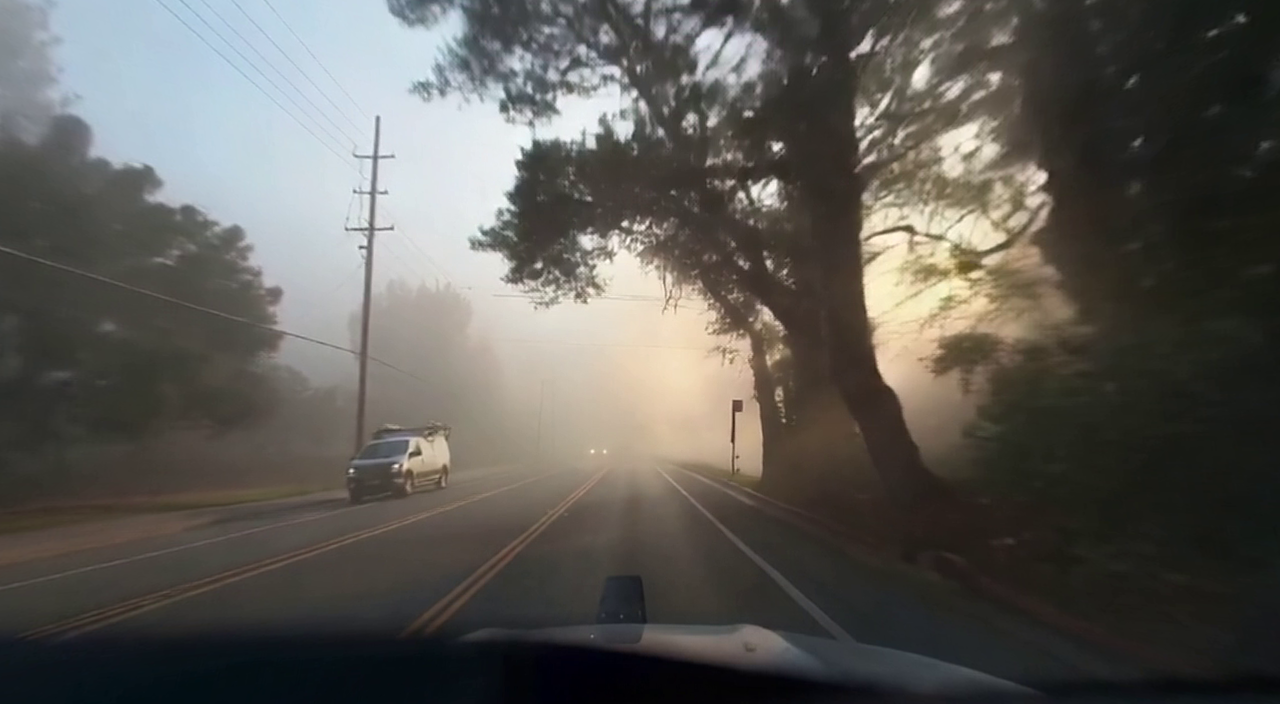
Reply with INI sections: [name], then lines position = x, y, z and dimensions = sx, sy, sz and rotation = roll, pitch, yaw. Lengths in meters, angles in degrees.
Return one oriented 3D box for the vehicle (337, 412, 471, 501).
[vehicle]
position = -8.116, 3.633, 22.620
dimensions = 2.351, 2.696, 6.106
rotation = -1, -7, 1
